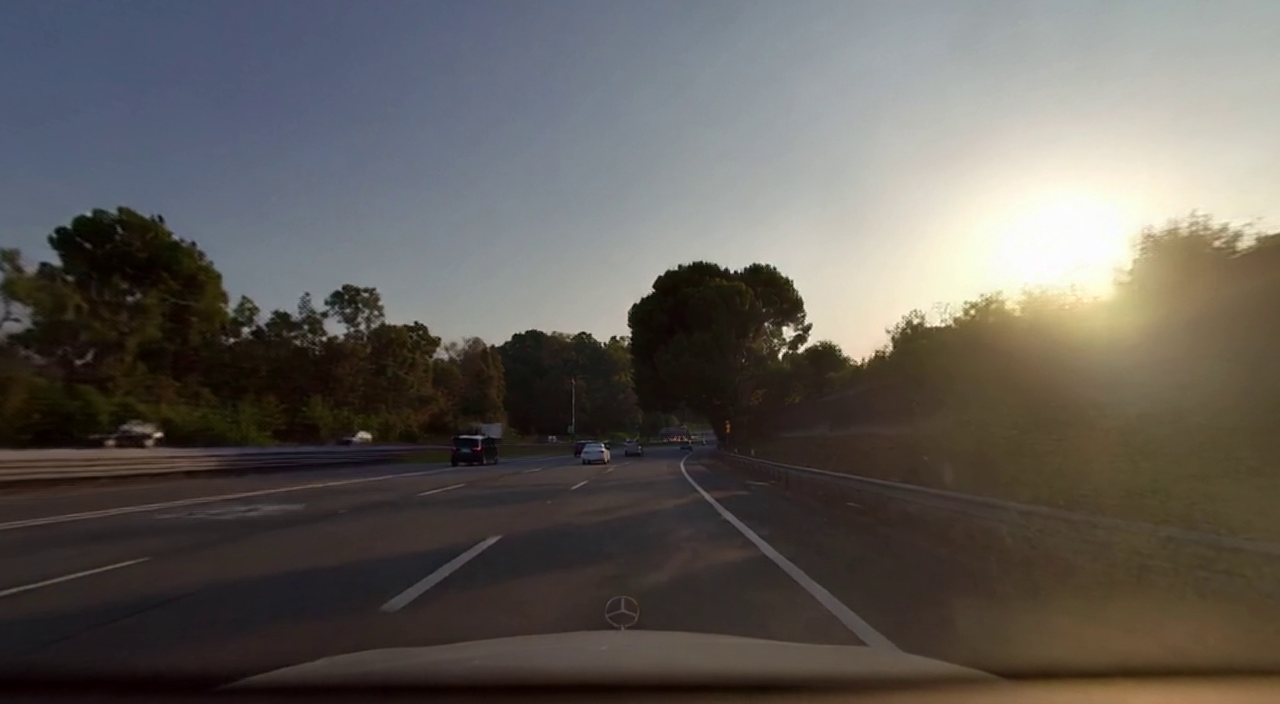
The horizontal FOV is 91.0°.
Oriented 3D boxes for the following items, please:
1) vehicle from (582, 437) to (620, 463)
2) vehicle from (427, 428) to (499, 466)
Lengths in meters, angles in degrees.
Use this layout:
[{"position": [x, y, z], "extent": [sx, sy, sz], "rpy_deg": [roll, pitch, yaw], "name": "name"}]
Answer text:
[{"position": [-2.562, 6.627, 42.600], "extent": [2.035, 1.673, 4.469], "rpy_deg": [0, -9, 4], "name": "vehicle"}, {"position": [-10.050, 5.483, 36.332], "extent": [2.264, 1.980, 5.574], "rpy_deg": [0, -9, 3], "name": "vehicle"}]
